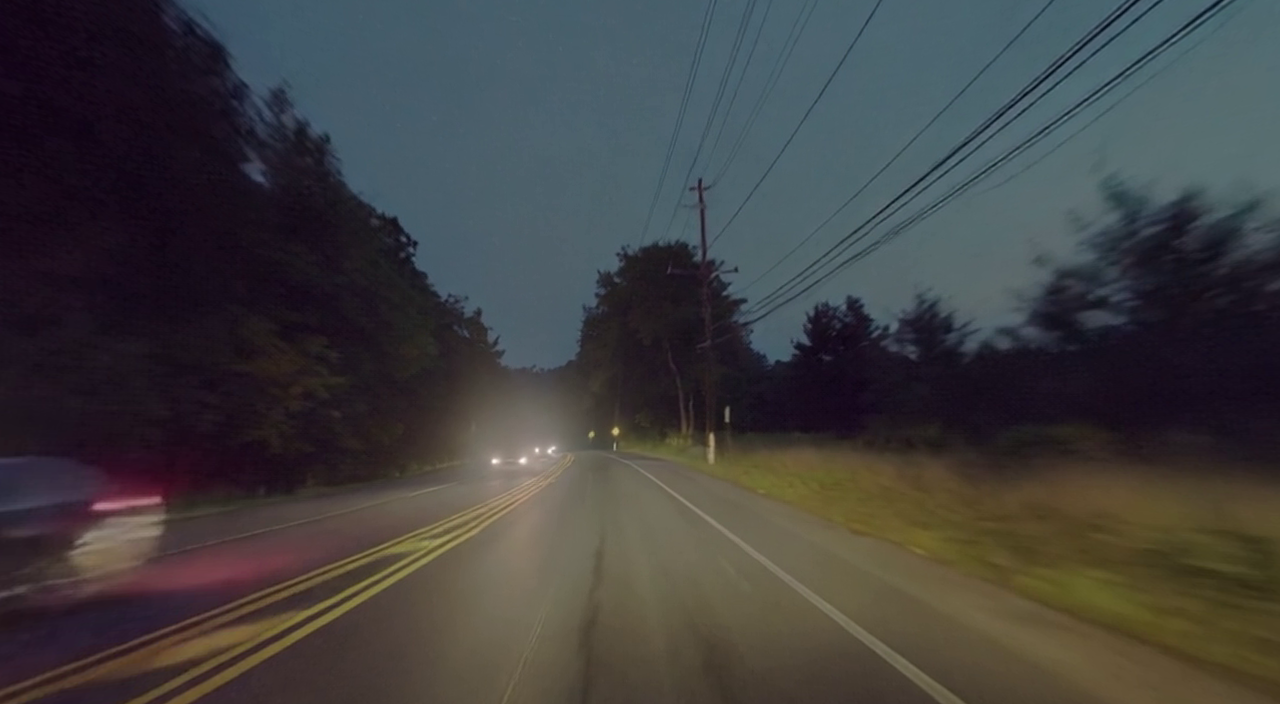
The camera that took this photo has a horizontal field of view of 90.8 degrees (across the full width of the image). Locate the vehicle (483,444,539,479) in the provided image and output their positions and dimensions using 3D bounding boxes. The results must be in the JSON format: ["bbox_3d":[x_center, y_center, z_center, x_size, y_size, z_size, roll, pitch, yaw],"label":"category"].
[{"bbox_3d":[-5.998,5.113,29.914,1.950,1.522,4.180,0,-8,-3],"label":"vehicle"}]

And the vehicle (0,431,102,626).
[{"bbox_3d":[-6.555,1.294,4.018,2.099,1.640,4.555,0,-9,2],"label":"vehicle"}]
